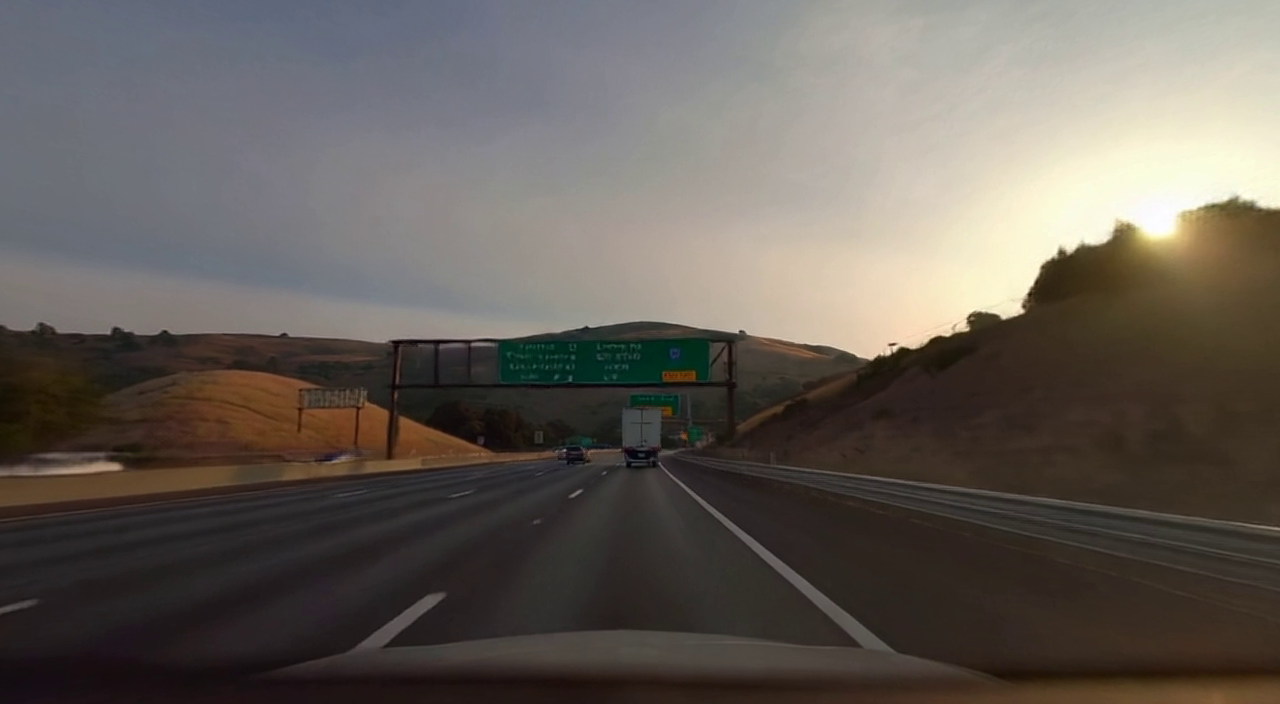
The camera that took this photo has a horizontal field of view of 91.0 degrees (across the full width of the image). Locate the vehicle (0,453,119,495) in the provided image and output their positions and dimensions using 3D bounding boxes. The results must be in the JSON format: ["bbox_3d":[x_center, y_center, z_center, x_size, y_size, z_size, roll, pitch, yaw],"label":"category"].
[{"bbox_3d":[-25.249,5.136,26.935,1.907,1.556,4.619,0,-9,1],"label":"vehicle"}]

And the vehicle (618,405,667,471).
[{"bbox_3d":[0.270,6.273,45.432,3.039,4.131,11.822,0,-9,1],"label":"vehicle"}]

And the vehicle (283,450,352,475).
[{"bbox_3d":[-21.651,7.426,42.496,2.047,1.574,4.700,0,-9,1],"label":"vehicle"}]
